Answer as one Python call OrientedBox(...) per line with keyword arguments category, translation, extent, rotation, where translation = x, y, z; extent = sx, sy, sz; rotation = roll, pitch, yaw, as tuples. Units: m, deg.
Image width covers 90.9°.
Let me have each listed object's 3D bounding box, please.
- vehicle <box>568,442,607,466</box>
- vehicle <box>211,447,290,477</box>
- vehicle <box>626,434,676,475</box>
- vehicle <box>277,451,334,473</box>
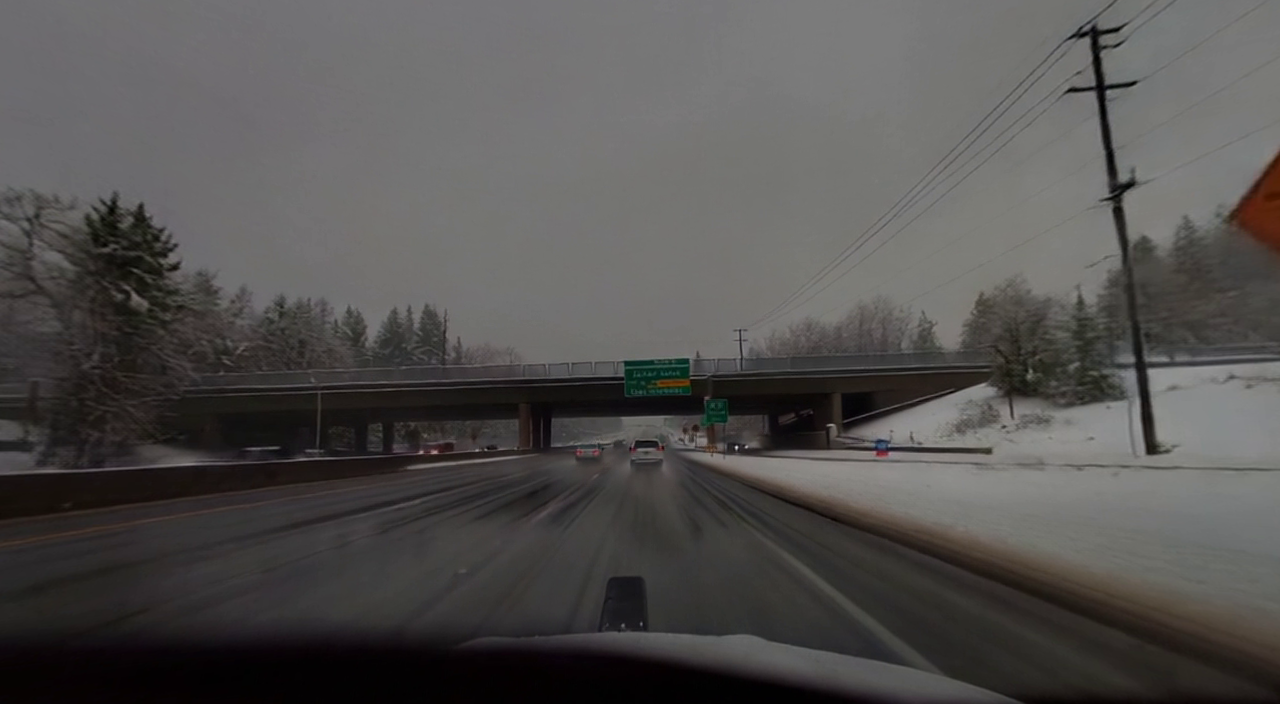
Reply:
OrientedBox(category="vehicle", translation=(-3.329, 6.563, 40.880), extent=(2.056, 1.464, 4.564), rotation=(0, -8, 1))
OrientedBox(category="vehicle", translation=(-21.798, 6.159, 35.458), extent=(1.915, 1.541, 3.976), rotation=(0, -8, -1))
OrientedBox(category="vehicle", translation=(0.477, 4.654, 28.897), extent=(2.152, 1.697, 4.066), rotation=(0, -8, 0))
OrientedBox(category="vehicle", translation=(-25.008, 8.216, 47.370), extent=(1.801, 1.466, 4.527), rotation=(0, -8, 0))
